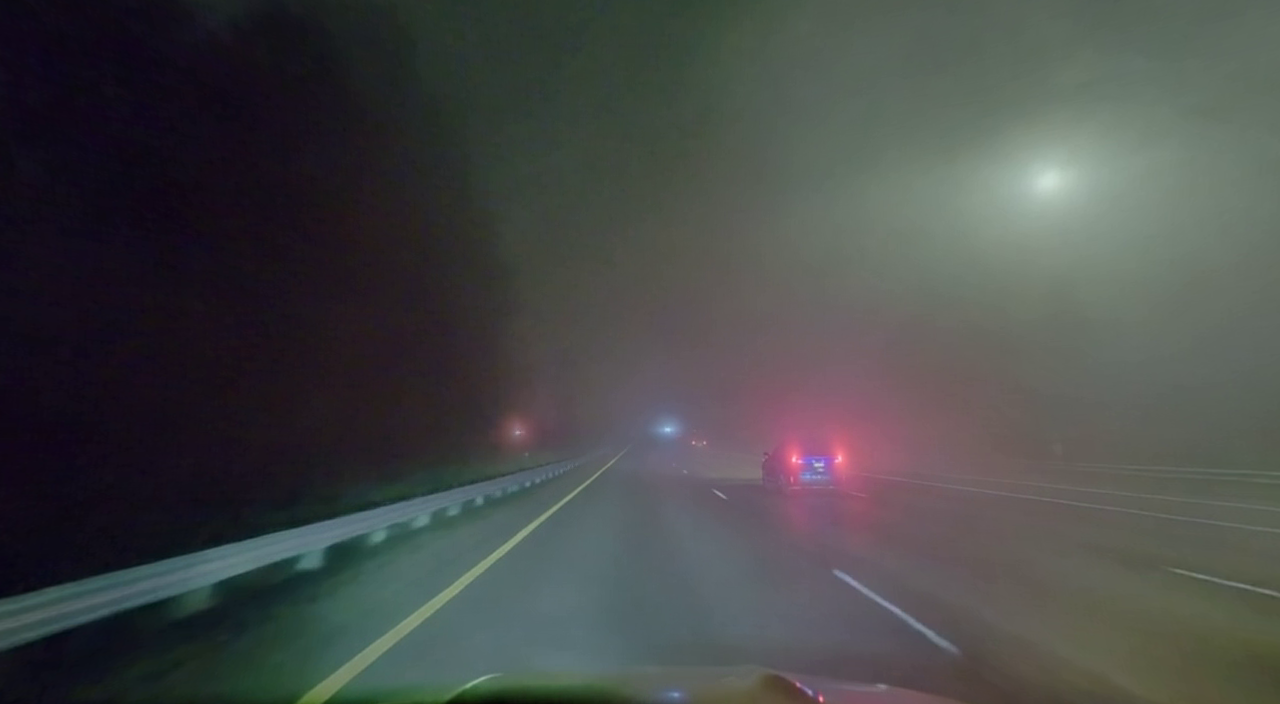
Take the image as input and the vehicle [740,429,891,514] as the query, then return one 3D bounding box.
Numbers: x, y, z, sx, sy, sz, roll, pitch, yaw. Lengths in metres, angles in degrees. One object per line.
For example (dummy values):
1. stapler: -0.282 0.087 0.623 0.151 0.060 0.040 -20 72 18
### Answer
1. vehicle: 3.617 2.550 13.988 2.050 1.546 4.344 0 -8 -1
